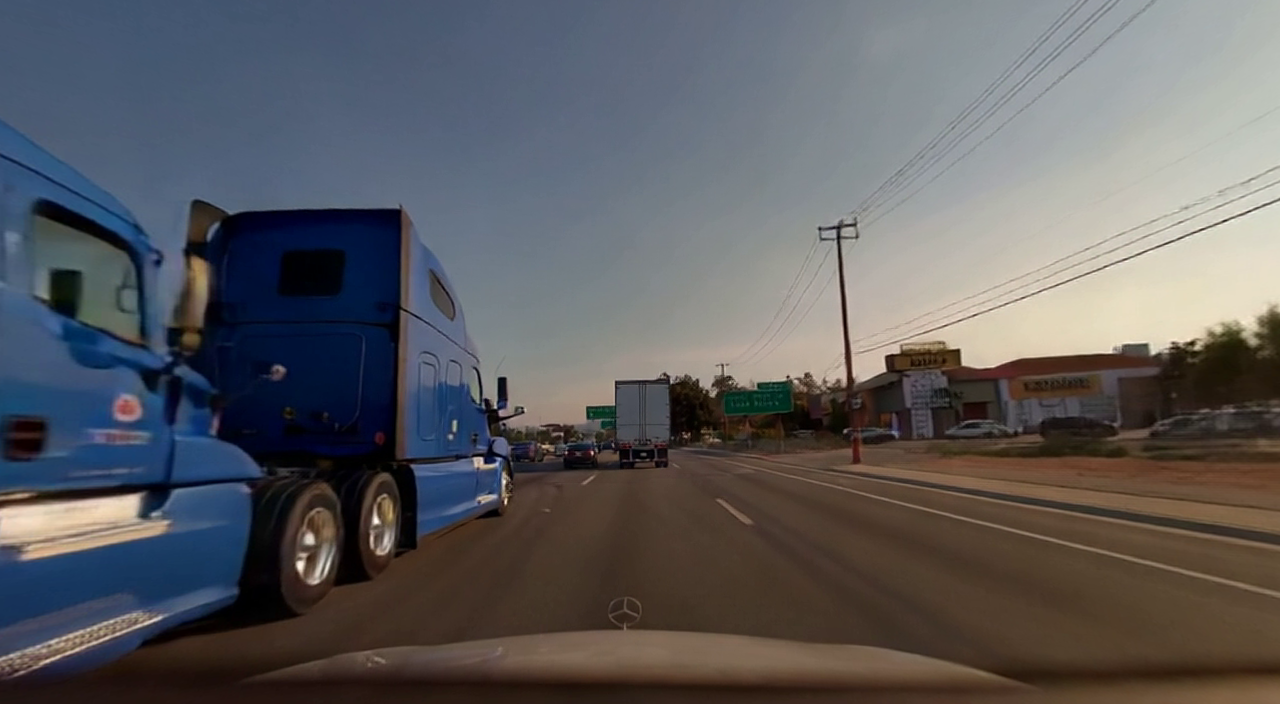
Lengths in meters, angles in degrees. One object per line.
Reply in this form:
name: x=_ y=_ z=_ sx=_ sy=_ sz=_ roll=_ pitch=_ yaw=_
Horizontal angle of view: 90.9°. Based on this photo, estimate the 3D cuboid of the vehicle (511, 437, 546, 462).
vehicle: x=-7.163 y=6.290 z=40.712 sx=1.736 sy=1.580 sz=2.778 roll=0 pitch=-9 yaw=0

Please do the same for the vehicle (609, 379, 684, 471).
vehicle: x=0.266 y=3.614 z=29.922 sx=2.941 sy=3.604 sz=9.851 roll=0 pitch=-9 yaw=0

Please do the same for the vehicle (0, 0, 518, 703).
vehicle: x=-3.891 y=0.405 z=7.576 sx=3.061 sy=3.891 sz=8.658 roll=0 pitch=-9 yaw=0

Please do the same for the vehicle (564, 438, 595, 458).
vehicle: x=-4.557 y=7.320 z=48.062 sx=1.933 sy=1.459 sz=4.478 roll=0 pitch=-9 yaw=-1
